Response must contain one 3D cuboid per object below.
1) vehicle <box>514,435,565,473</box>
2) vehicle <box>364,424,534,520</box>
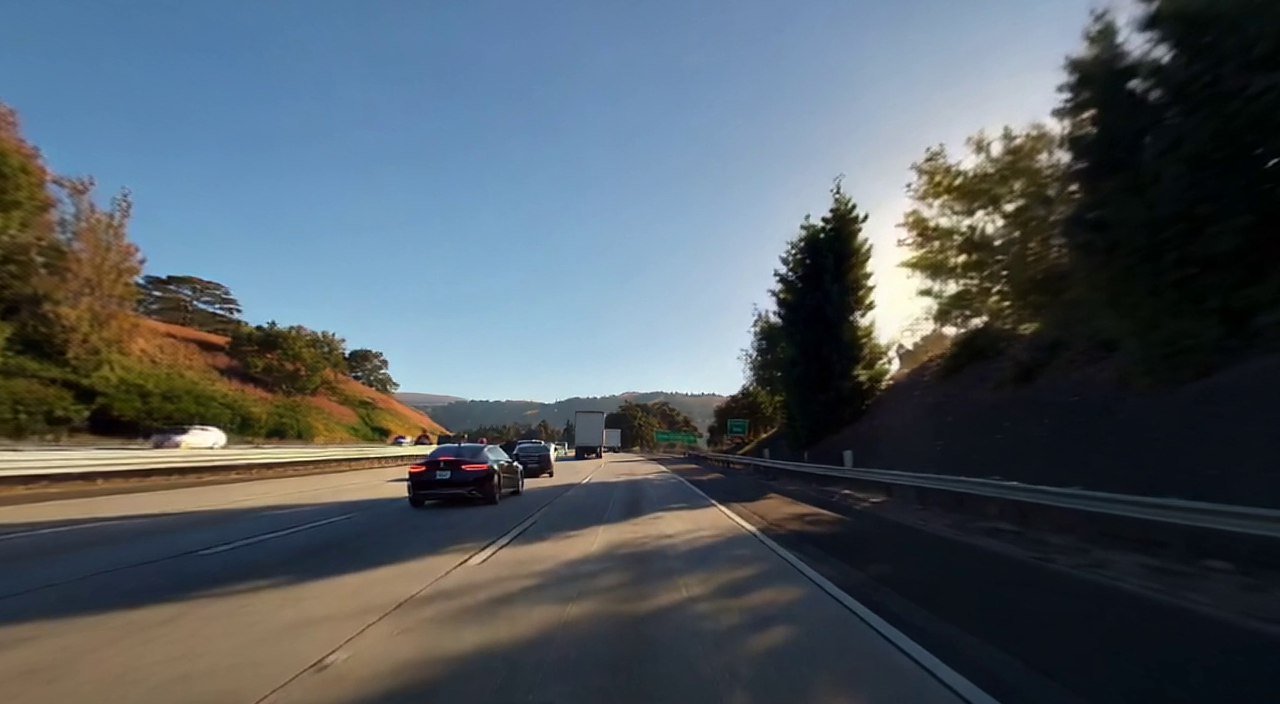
[{"bbox_3d":[-5.052,5.191,32.193,2.081,1.740,4.268,1,-9,-2],"label":"vehicle"},{"bbox_3d":[-3.818,2.506,13.658,2.180,1.685,4.668,0,-9,0],"label":"vehicle"}]
